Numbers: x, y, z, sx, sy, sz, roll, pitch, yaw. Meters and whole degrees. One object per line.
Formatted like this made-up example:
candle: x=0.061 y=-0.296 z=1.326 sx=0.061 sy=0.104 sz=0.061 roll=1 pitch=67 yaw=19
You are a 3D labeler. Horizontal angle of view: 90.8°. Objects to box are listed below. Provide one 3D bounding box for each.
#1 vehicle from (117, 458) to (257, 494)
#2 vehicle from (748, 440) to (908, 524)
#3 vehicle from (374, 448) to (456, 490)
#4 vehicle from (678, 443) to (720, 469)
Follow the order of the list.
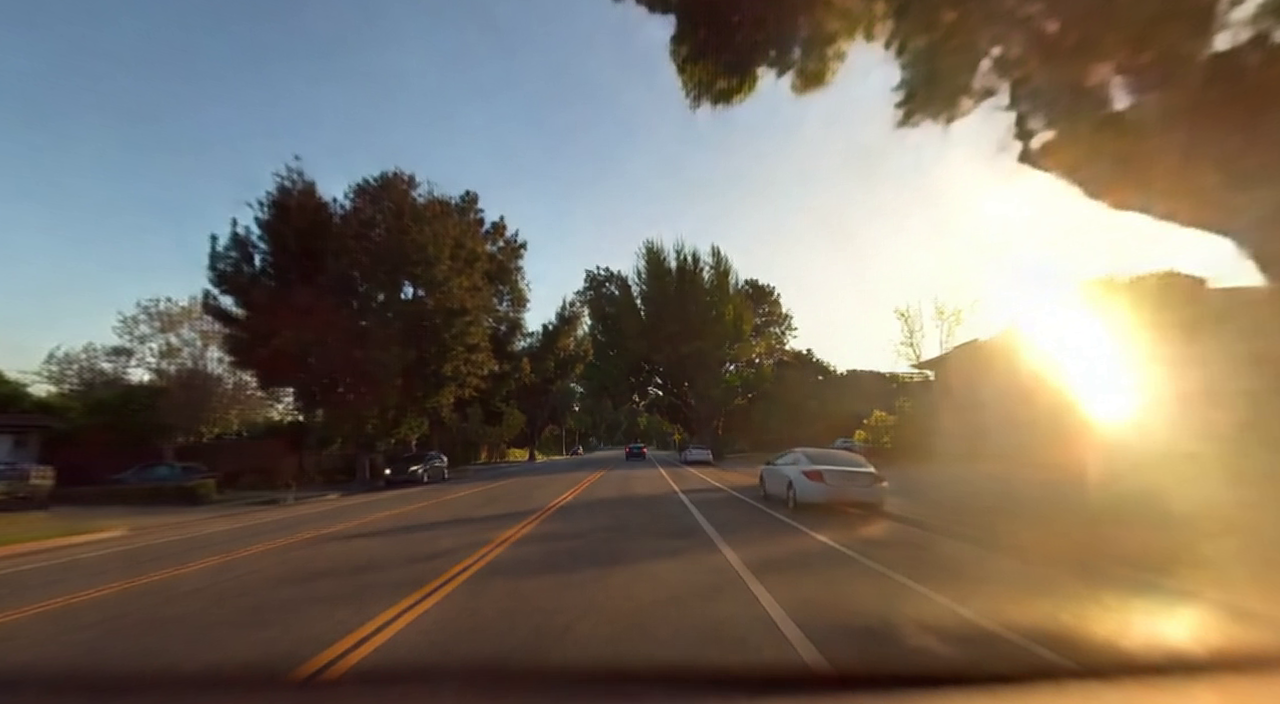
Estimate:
vehicle: x=-18.671 y=5.105 z=26.186 sx=4.326 sy=1.355 sz=1.812 roll=1 pitch=-9 yaw=-3
vehicle: x=3.817 y=2.708 z=13.807 sx=2.014 sy=1.498 sz=4.484 roll=0 pitch=-8 yaw=-2
vehicle: x=-11.280 y=5.854 z=32.120 sx=2.086 sy=1.711 sz=5.661 roll=-5 pitch=-8 yaw=0
vehicle: x=3.992 y=7.109 z=43.447 sx=2.124 sy=1.524 sz=4.698 roll=4 pitch=-9 yaw=-2
